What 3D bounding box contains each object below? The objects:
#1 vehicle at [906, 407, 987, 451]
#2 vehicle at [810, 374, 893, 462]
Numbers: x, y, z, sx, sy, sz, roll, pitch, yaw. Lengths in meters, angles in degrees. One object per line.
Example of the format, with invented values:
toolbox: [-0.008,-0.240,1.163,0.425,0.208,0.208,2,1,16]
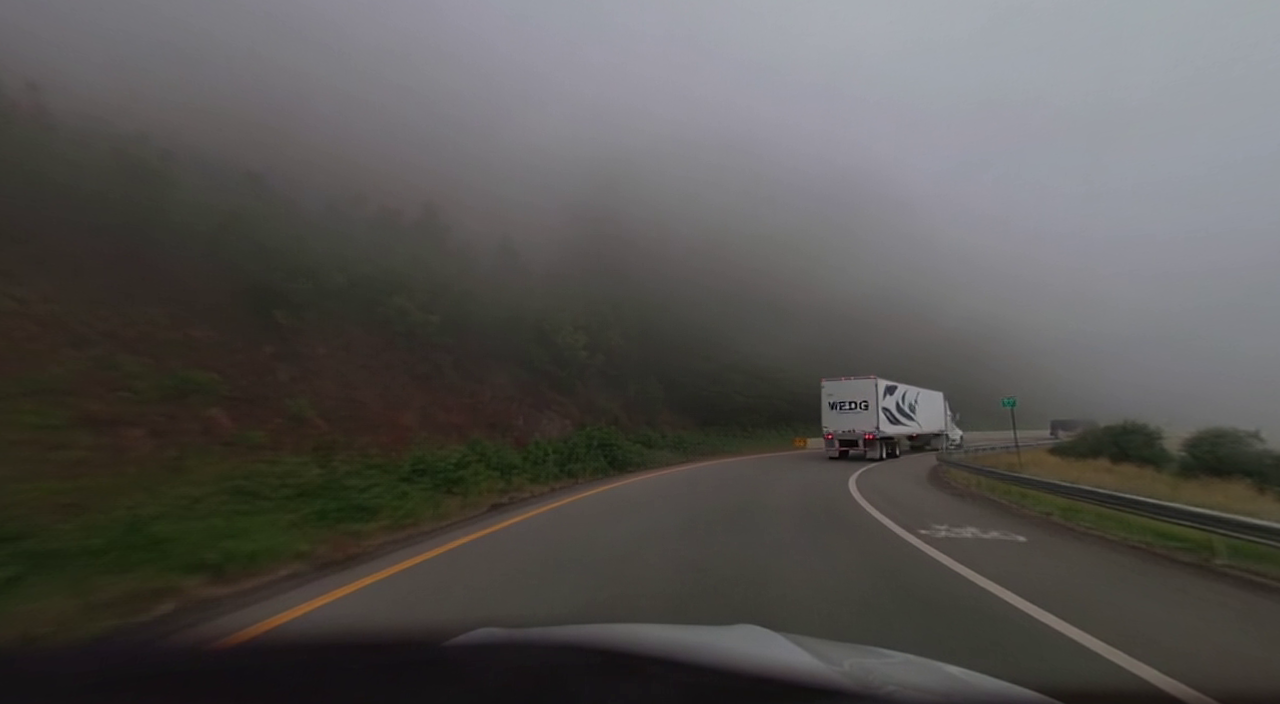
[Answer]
vehicle: [19.238,4.854,39.222,6.650,2.524,2.120,7,-10,-42]
vehicle: [9.795,3.085,28.959,2.963,3.771,3.137,-4,-9,28]
